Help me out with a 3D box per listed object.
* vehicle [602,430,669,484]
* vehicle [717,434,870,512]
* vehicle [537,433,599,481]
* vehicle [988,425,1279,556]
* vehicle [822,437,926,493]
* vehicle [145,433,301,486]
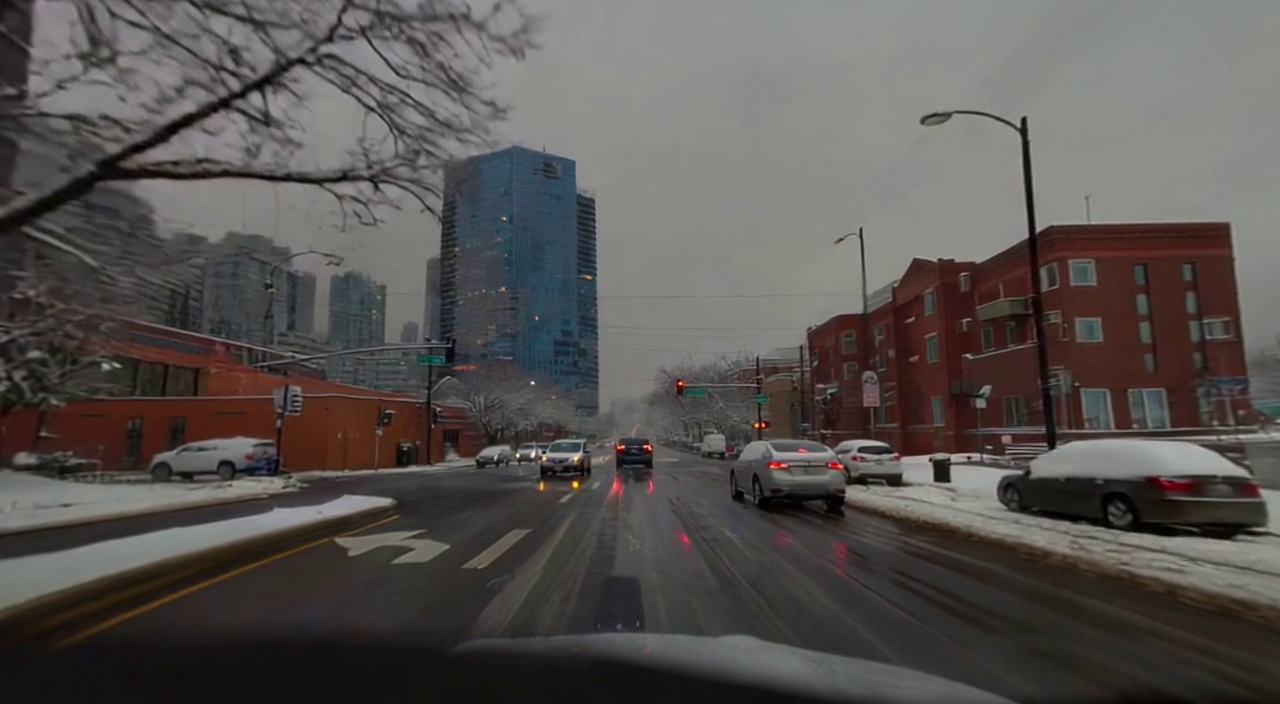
[{"bbox_3d":[-0.175,4.016,24.391,2.329,1.842,4.537,0,-8,0],"label":"vehicle"},{"bbox_3d":[3.284,2.717,14.777,2.238,1.499,4.964,0,-9,-1],"label":"vehicle"},{"bbox_3d":[-2.876,4.335,26.281,2.297,1.812,4.244,0,-9,-3],"label":"vehicle"},{"bbox_3d":[8.107,2.083,10.458,1.963,1.649,4.562,0,-7,-2],"label":"vehicle"},{"bbox_3d":[8.105,3.905,22.376,1.959,1.719,4.538,0,-7,0],"label":"vehicle"},{"bbox_3d":[-23.373,6.029,35.681,6.679,2.794,2.850,0,-9,1],"label":"vehicle"}]
